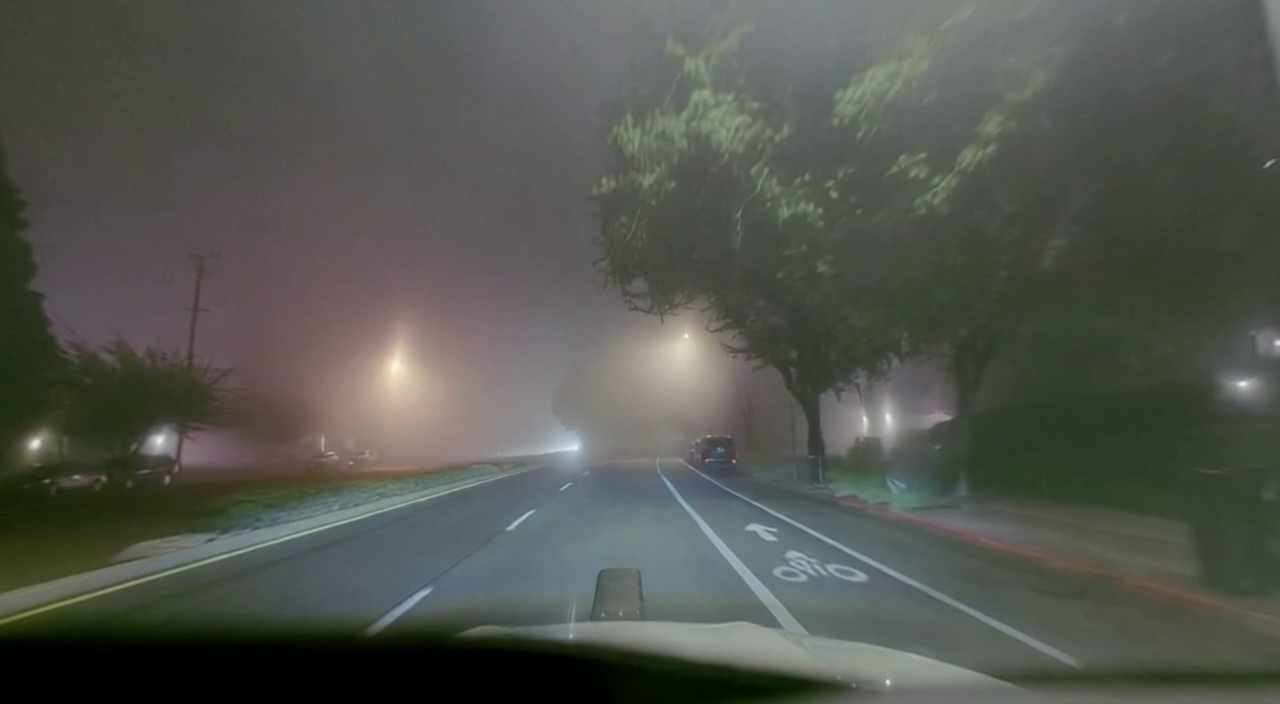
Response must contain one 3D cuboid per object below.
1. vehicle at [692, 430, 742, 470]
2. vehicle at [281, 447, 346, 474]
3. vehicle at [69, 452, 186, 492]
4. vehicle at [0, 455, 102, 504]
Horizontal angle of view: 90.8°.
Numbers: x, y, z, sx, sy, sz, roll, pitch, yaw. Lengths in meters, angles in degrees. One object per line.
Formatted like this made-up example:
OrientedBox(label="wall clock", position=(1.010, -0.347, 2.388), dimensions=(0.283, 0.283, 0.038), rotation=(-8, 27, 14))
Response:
OrientedBox(label="vehicle", position=(3.578, 4.651, 30.068), dimensions=(2.013, 1.710, 4.403), rotation=(-1, -8, 3))
OrientedBox(label="vehicle", position=(-24.155, 8.019, 46.947), dimensions=(2.120, 1.824, 4.908), rotation=(-1, -8, 2))
OrientedBox(label="vehicle", position=(-24.520, 5.729, 30.449), dimensions=(1.999, 1.720, 4.253), rotation=(0, -8, 1))
OrientedBox(label="vehicle", position=(-24.413, 5.098, 25.504), dimensions=(1.864, 1.575, 4.149), rotation=(-3, -6, -3))
